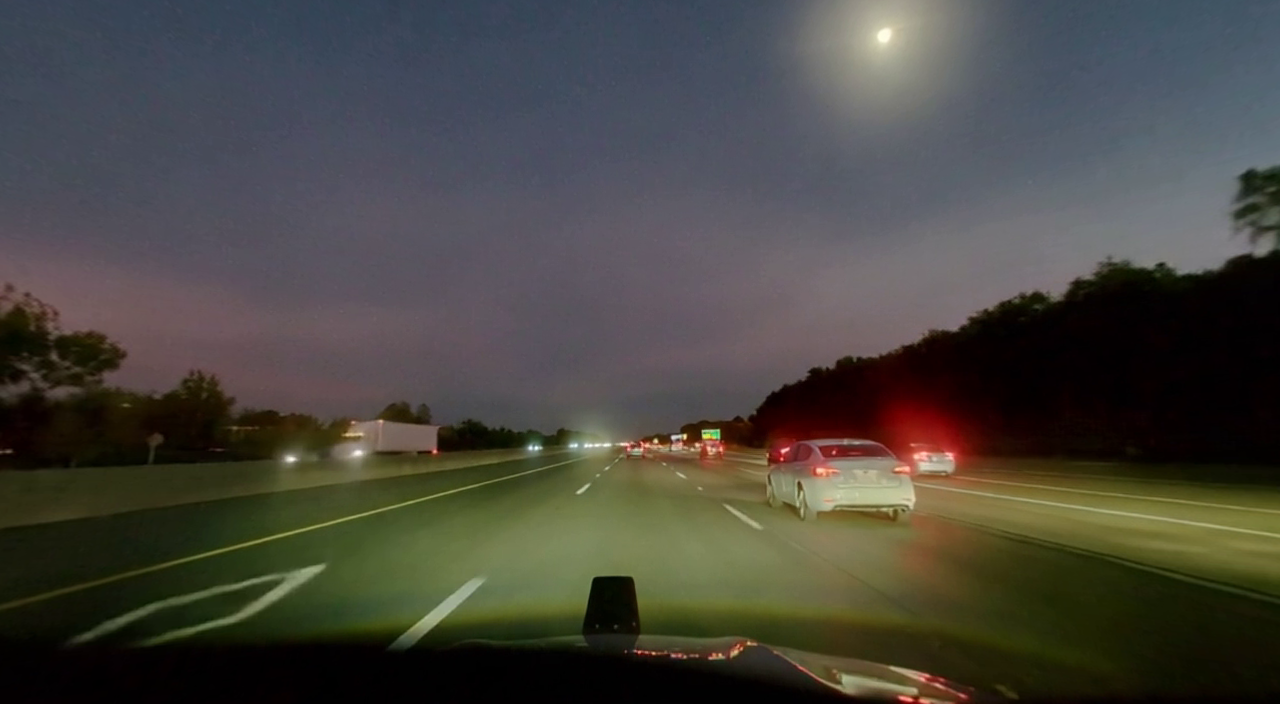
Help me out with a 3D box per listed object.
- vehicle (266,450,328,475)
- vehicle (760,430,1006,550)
[{"bbox_3d":[-23.711,7.633,43.862,1.880,1.492,4.348,1,-8,0],"label":"vehicle"},{"bbox_3d":[3.498,2.071,10.260,2.076,1.472,4.562,0,-8,-1],"label":"vehicle"}]
